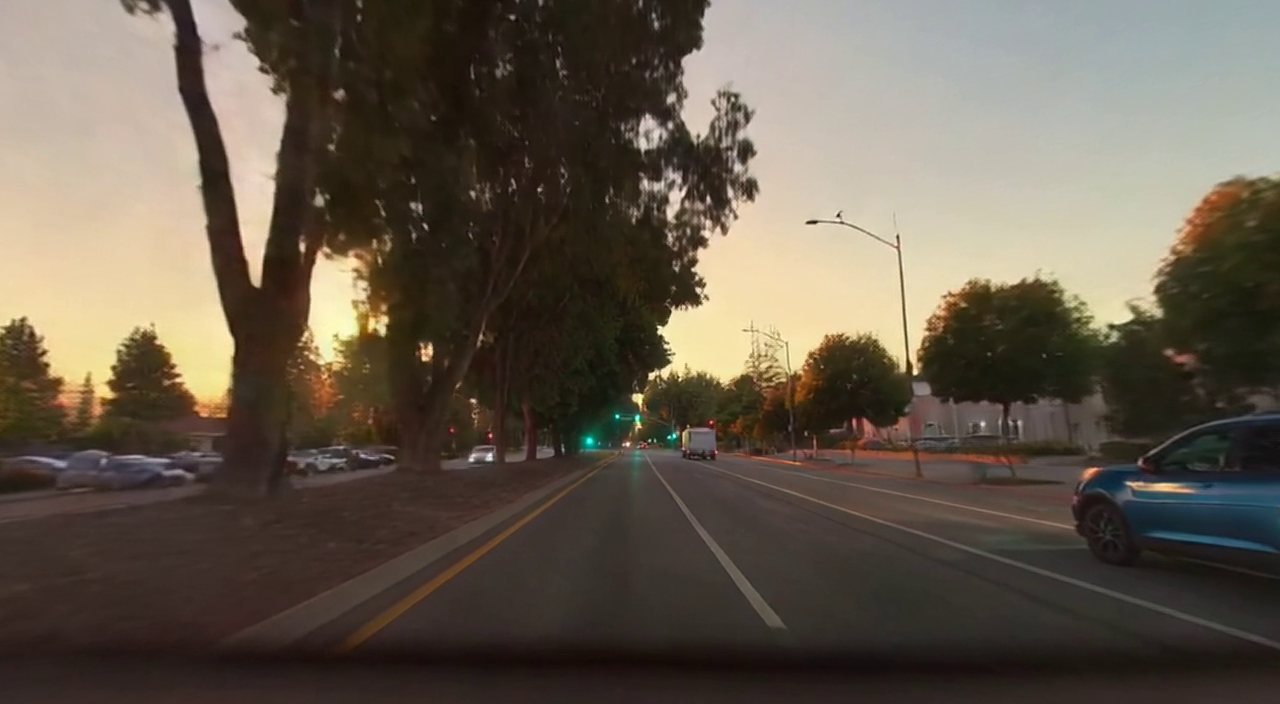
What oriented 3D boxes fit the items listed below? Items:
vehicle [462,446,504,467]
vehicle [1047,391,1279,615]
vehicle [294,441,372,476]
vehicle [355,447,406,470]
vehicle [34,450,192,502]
[{"bbox_3d":[-11.698,7.787,47.406,1.888,1.480,4.644,0,-8,0],"label":"vehicle"},{"bbox_3d":[6.072,1.252,5.413,2.012,1.754,4.635,0,-8,0],"label":"vehicle"},{"bbox_3d":[-19.680,6.819,40.805,2.281,2.035,5.418,0,-8,0],"label":"vehicle"},{"bbox_3d":[-19.609,8.058,47.936,2.060,1.665,4.282,0,-8,-1],"label":"vehicle"},{"bbox_3d":[-19.573,4.579,23.802,1.985,1.667,4.622,0,-8,-1],"label":"vehicle"}]
